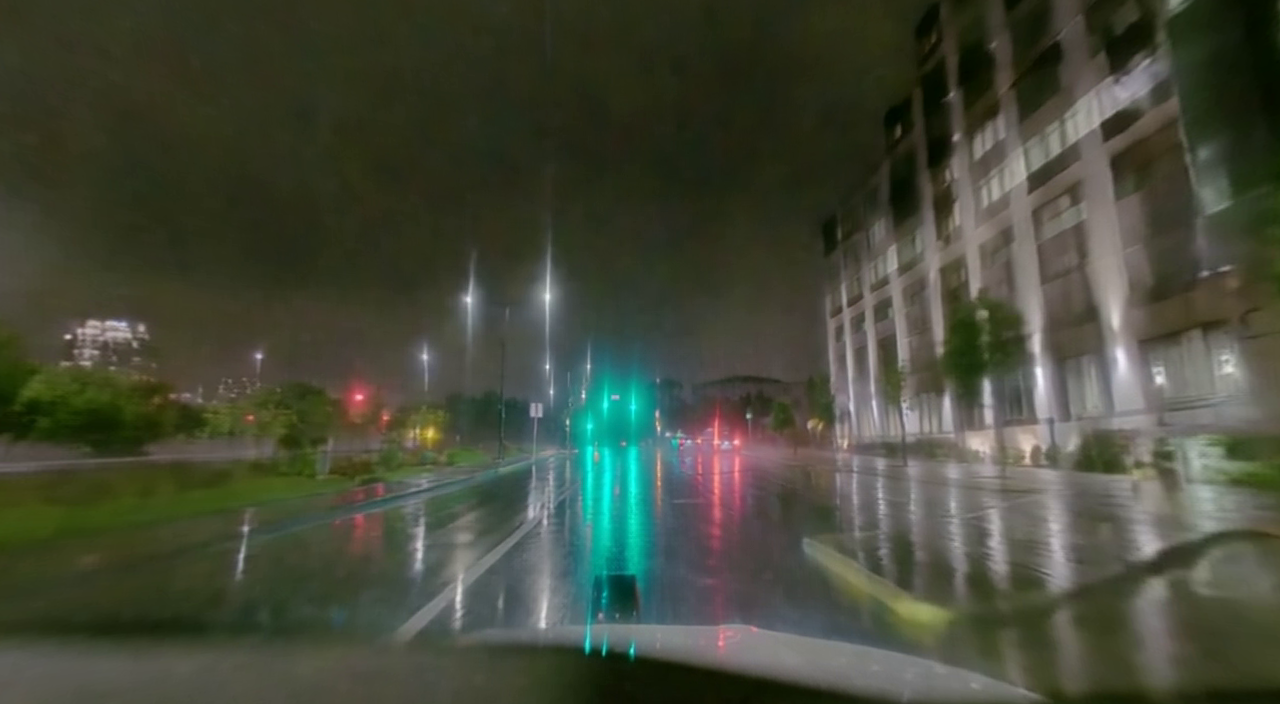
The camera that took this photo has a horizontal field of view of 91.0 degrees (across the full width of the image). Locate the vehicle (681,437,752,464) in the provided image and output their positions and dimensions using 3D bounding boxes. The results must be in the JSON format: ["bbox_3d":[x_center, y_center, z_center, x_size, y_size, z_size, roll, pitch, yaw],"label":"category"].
[{"bbox_3d":[4.576,5.798,37.354,3.844,1.524,1.847,5,-9,-32],"label":"vehicle"}]
